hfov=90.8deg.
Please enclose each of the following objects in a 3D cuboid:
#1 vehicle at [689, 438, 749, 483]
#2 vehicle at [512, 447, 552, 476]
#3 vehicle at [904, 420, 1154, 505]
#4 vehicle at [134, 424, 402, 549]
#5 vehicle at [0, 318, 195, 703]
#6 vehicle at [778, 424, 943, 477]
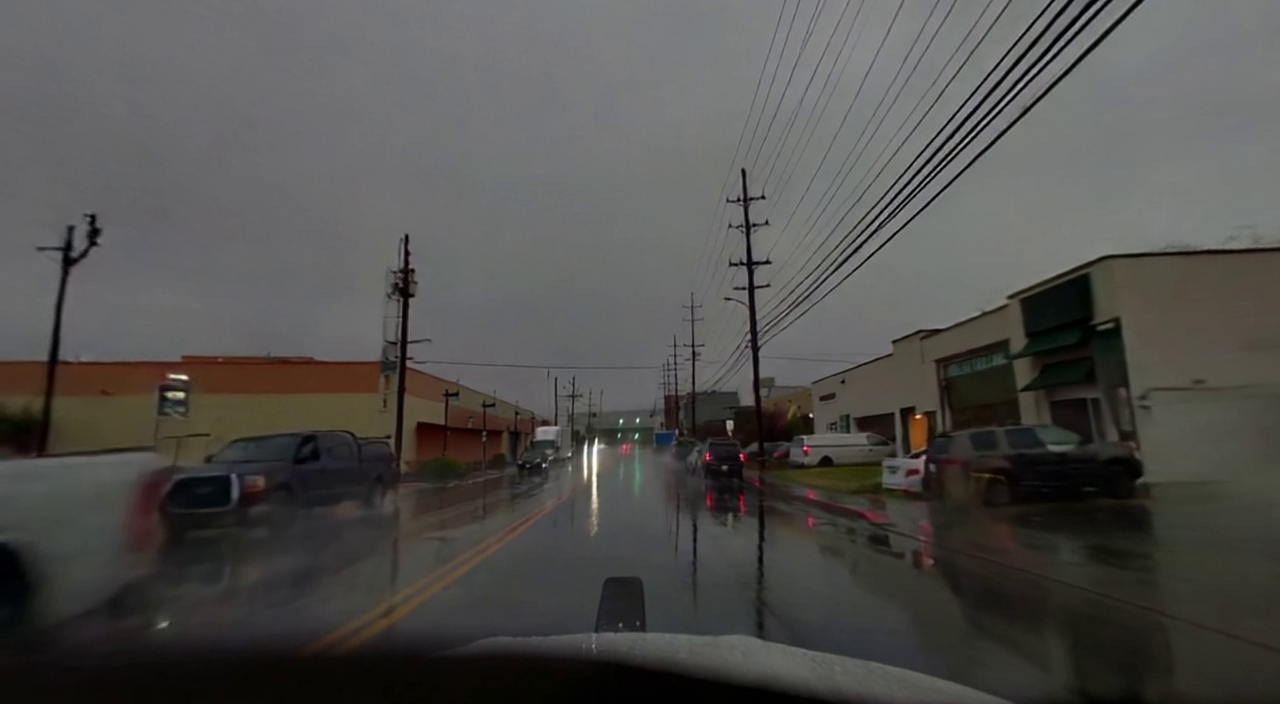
[{"bbox_3d":[3.761,5.273,31.086,2.333,1.967,6.008,0,-9,2],"label":"vehicle"},{"bbox_3d":[-7.849,7.956,46.246,2.123,1.802,4.486,-4,-8,-2],"label":"vehicle"},{"bbox_3d":[8.897,2.575,14.831,4.406,1.822,2.071,0,-9,2],"label":"vehicle"},{"bbox_3d":[-7.972,2.884,14.744,2.530,2.110,6.445,-3,-8,-1],"label":"vehicle"},{"bbox_3d":[-3.598,0.610,1.057,2.229,1.889,4.816,0,-9,-1],"label":"vehicle"},{"bbox_3d":[10.967,4.984,32.017,7.236,2.219,2.674,-3,-8,0],"label":"vehicle"}]
